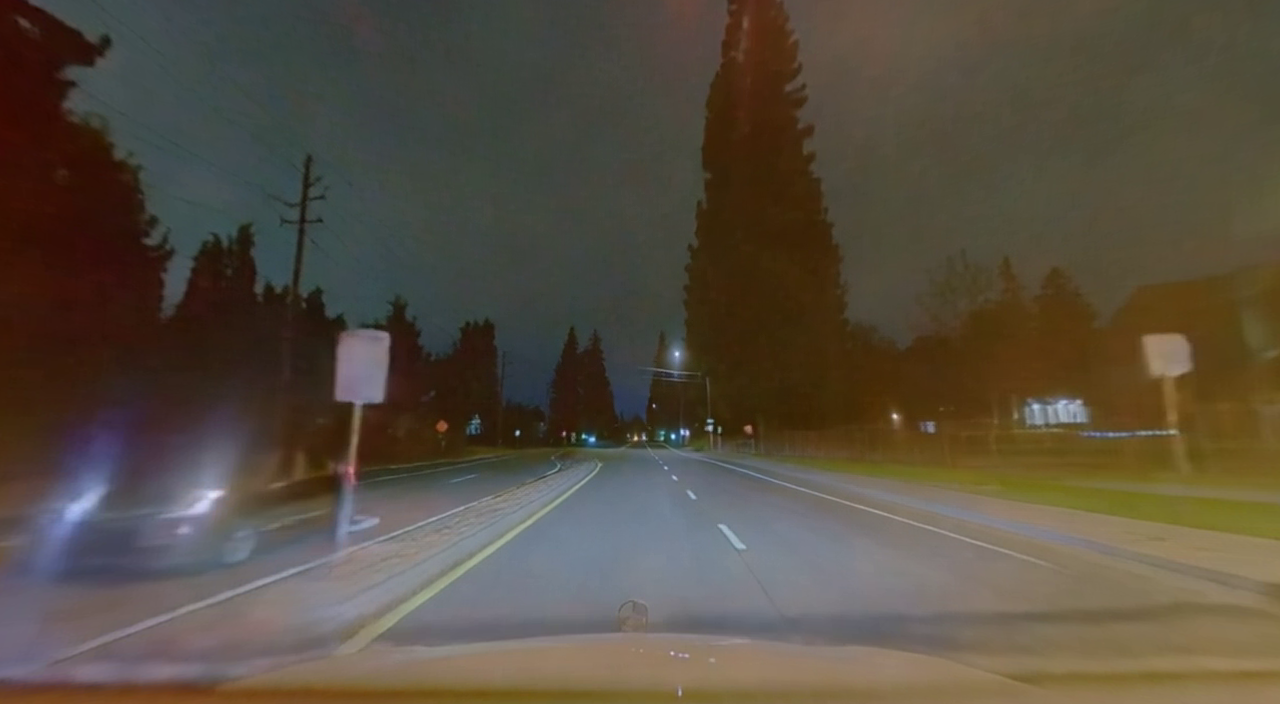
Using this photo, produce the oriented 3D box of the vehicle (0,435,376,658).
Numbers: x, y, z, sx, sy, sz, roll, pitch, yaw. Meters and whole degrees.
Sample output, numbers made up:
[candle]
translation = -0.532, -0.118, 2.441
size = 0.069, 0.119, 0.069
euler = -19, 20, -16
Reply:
[vehicle]
translation = -5.124, 1.757, 7.268
size = 1.948, 1.471, 5.408
euler = 2, -7, -2
